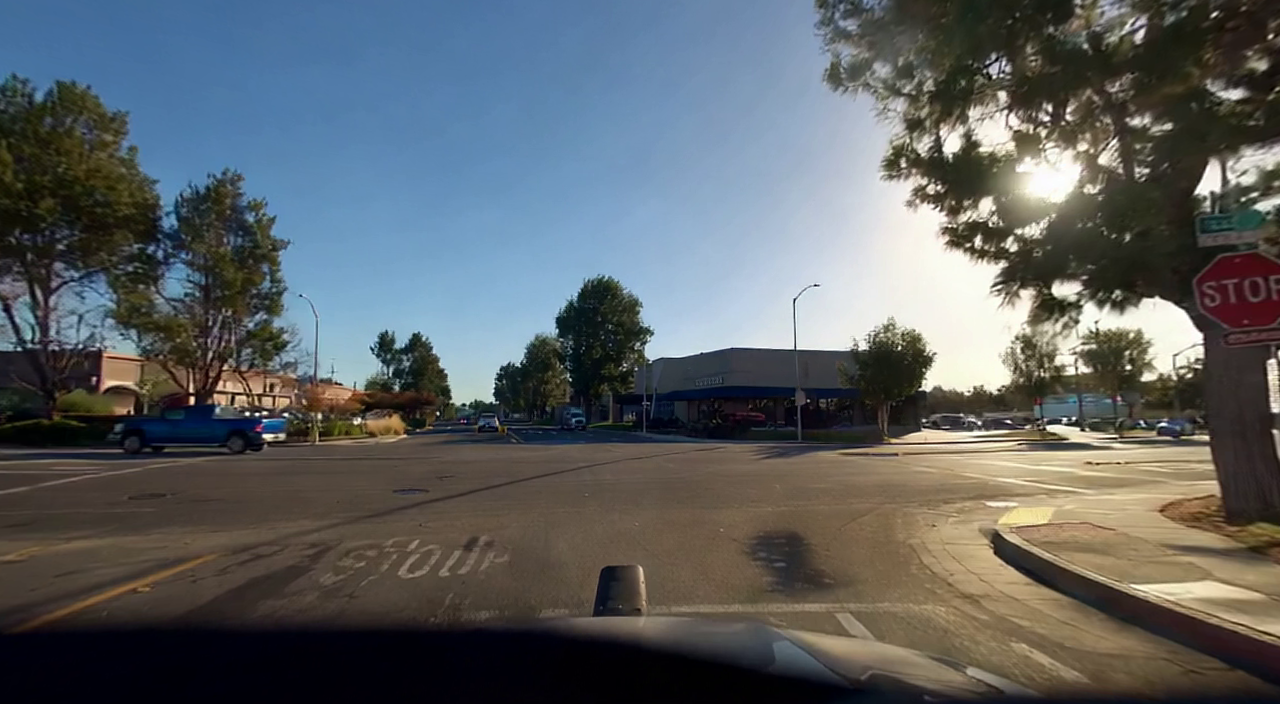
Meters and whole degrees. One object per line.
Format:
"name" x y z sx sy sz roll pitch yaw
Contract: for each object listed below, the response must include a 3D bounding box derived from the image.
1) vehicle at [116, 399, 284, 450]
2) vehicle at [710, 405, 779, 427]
"vehicle" -17.340 2.950 25.072 4.961 1.876 2.091 2 -9 -15
"vehicle" 7.609 4.706 45.866 4.674 1.483 1.745 1 -8 -7
